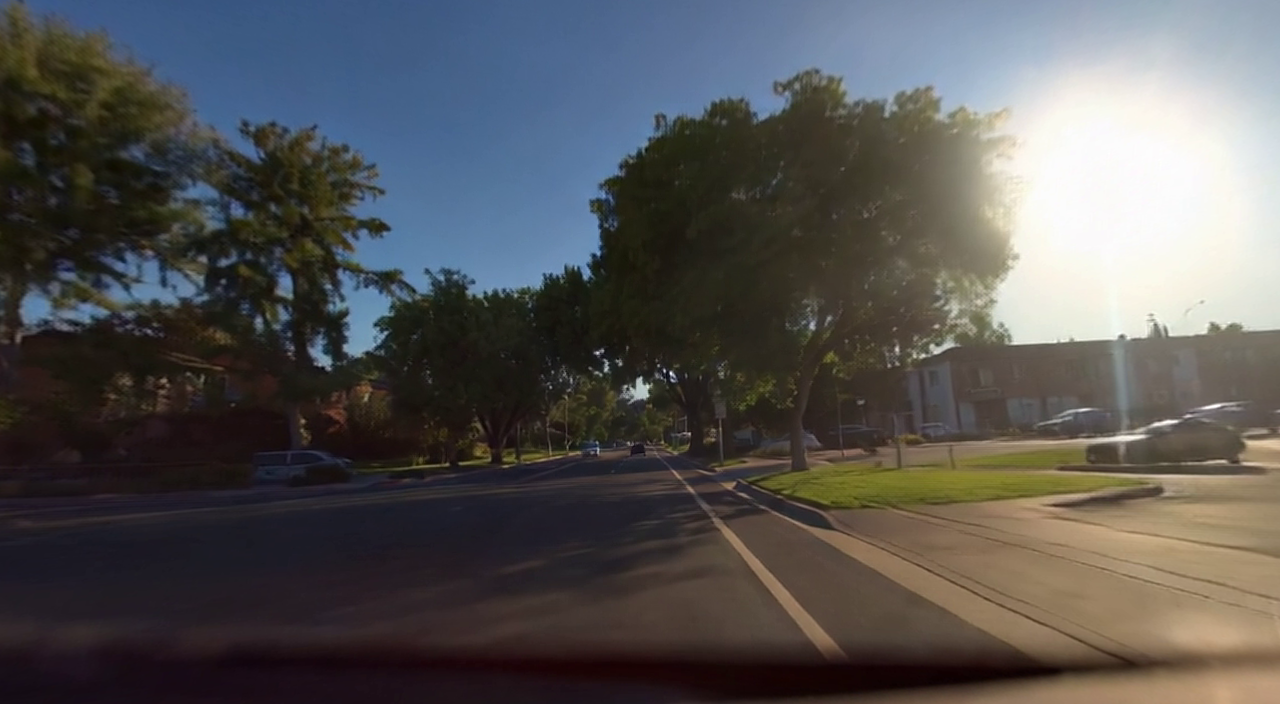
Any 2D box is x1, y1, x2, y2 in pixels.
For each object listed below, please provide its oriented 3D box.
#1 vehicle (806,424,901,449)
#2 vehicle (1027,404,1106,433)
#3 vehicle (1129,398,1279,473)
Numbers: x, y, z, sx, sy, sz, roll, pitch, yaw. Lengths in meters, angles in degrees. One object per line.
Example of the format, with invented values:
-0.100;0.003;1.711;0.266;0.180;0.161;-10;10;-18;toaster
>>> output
12.773;5.096;37.924;4.955;1.489;2.002;0;-8;1;vehicle
27.244;4.319;40.457;1.850;1.706;4.610;0;-8;0;vehicle
13.702;1.882;14.037;1.927;1.464;4.644;0;-8;1;vehicle
